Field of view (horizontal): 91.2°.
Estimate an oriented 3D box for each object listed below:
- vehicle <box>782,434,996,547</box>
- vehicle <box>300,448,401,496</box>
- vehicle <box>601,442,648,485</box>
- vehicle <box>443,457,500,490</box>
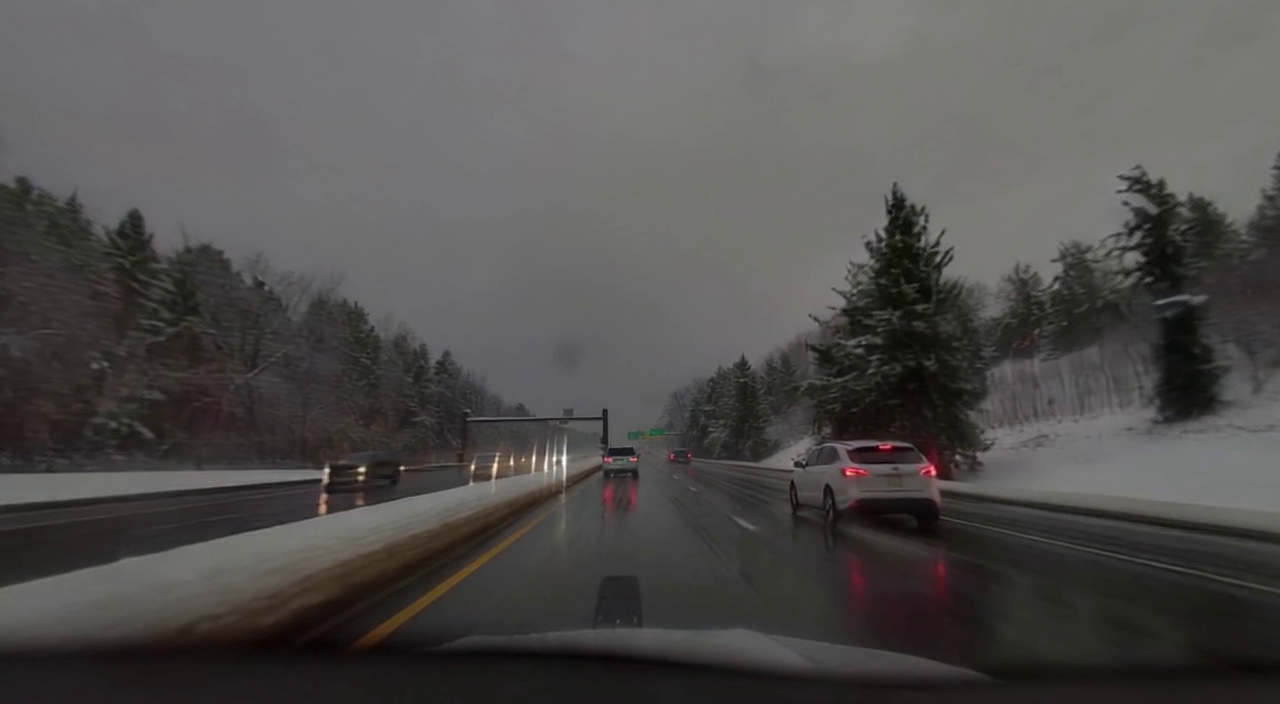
[{"bbox_3d":[3.911,2.235,10.817,1.843,1.505,4.339,0,-9,-1],"label":"vehicle"},{"bbox_3d":[-13.331,5.513,29.278,2.175,1.987,5.275,-1,-9,0],"label":"vehicle"},{"bbox_3d":[-0.631,4.883,27.739,1.937,1.699,3.936,0,-9,0],"label":"vehicle"},{"bbox_3d":[-8.729,6.286,32.813,1.801,1.528,4.211,-1,-9,0],"label":"vehicle"}]
